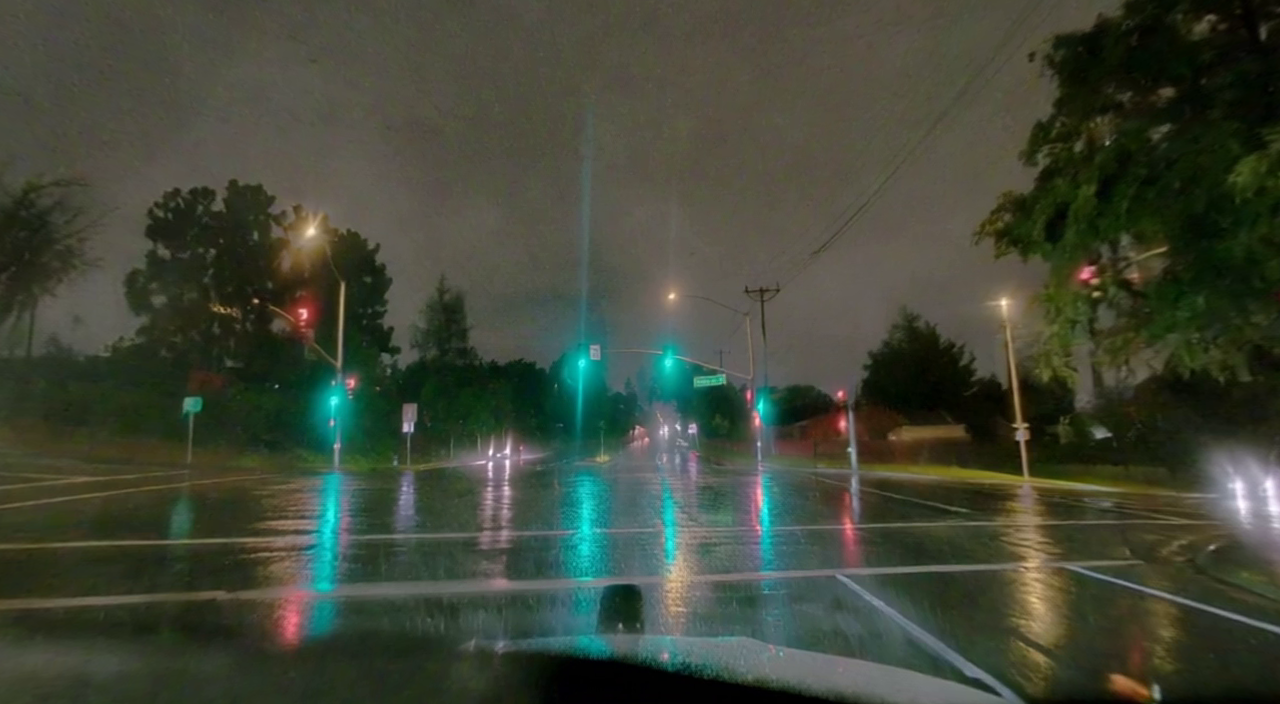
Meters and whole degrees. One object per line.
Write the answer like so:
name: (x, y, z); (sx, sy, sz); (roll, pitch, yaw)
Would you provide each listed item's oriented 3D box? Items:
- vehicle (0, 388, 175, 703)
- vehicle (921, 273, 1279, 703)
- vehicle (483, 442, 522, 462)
vehicle: (-3.183, 0.675, 0.654); (2.168, 1.518, 4.231); (0, -9, 0)
vehicle: (3.224, 0.691, 2.164); (2.256, 1.856, 4.840); (0, -9, 0)
vehicle: (-10.490, 7.675, 48.509); (1.983, 1.482, 4.190); (-1, -9, 2)
